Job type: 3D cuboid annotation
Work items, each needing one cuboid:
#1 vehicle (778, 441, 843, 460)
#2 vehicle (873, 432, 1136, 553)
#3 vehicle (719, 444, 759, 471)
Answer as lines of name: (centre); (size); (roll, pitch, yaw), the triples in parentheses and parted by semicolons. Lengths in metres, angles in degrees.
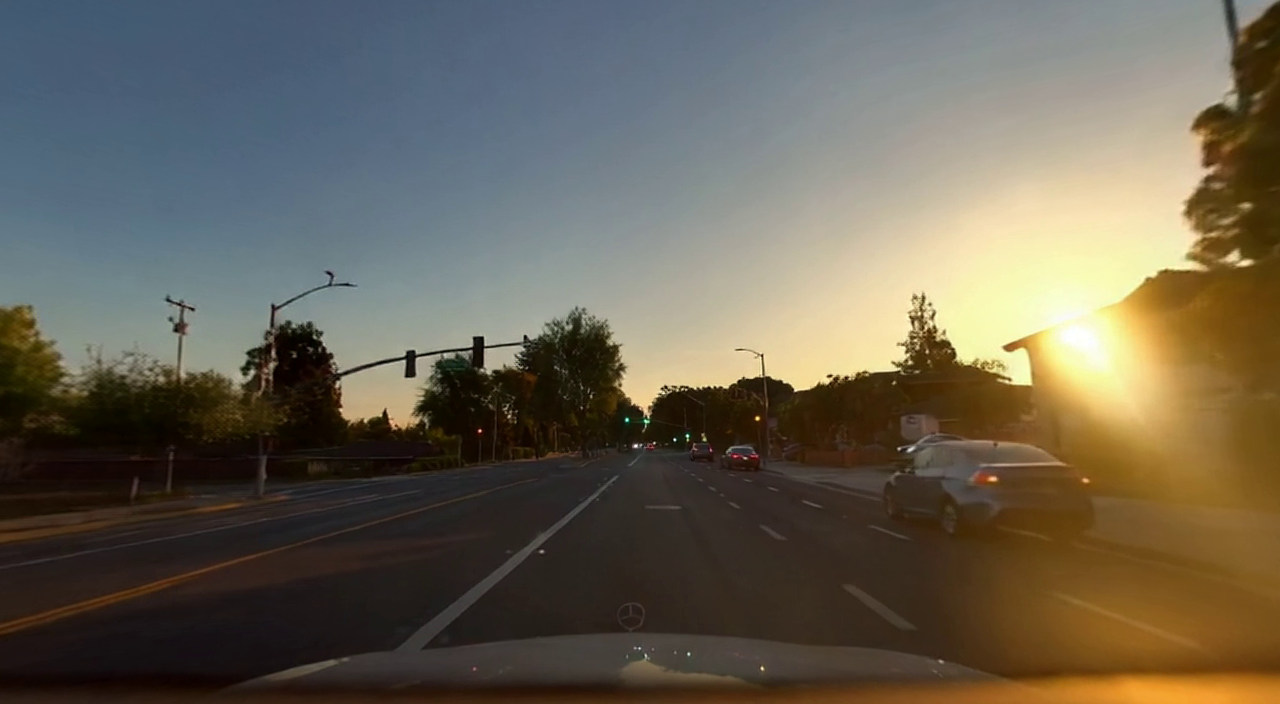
vehicle: (13.236, 7.644, 49.059); (4.461, 1.461, 1.805); (0, -9, 0)
vehicle: (5.557, 2.164, 10.396); (1.950, 1.567, 4.083); (0, -9, 1)
vehicle: (6.056, 6.512, 39.092); (1.855, 1.520, 4.808); (0, -9, 2)
